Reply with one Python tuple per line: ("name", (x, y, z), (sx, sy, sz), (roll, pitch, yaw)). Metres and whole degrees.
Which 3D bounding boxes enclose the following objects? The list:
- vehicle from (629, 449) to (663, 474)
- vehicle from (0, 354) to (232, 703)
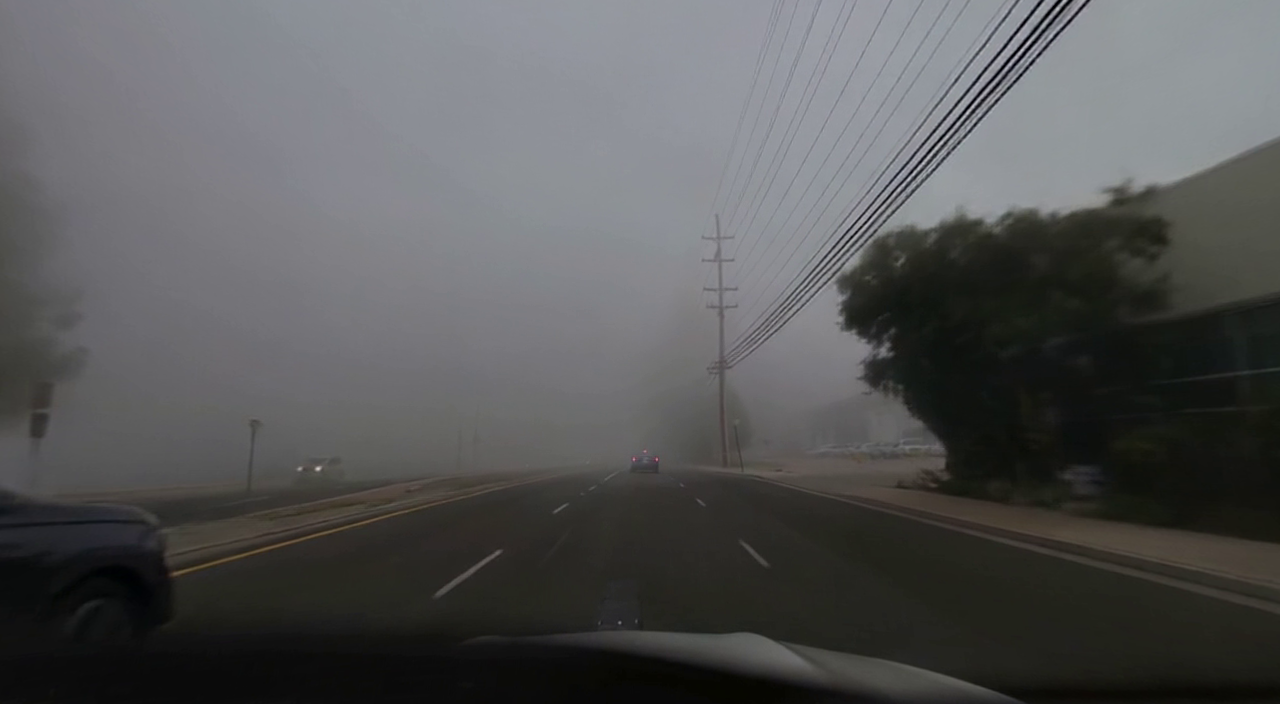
("vehicle", (0.350, 7.091, 41.110), (2.114, 1.492, 4.453), (0, -8, -1))
("vehicle", (-3.592, 0.704, 1.413), (2.169, 1.679, 4.723), (0, -8, 0))
